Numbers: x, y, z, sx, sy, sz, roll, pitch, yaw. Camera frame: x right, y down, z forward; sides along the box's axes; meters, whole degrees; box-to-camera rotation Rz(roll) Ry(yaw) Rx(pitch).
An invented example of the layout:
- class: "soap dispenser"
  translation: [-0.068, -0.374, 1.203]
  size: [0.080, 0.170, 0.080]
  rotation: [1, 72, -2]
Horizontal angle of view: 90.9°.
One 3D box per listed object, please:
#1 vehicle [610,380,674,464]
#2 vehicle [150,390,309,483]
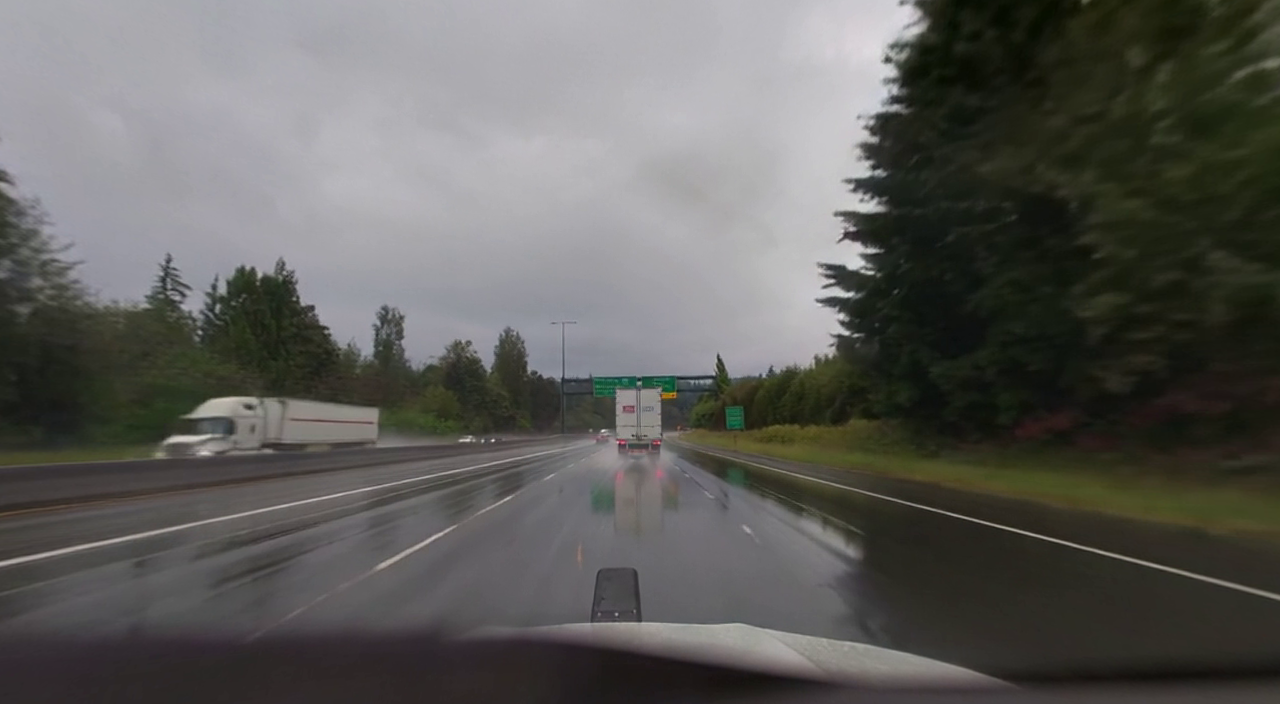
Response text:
- class: "vehicle"
  translation: [0.020, 3.730, 32.790]
  size: [2.855, 3.741, 8.587]
  rotation: [0, -8, -1]
- class: "vehicle"
  translation: [-17.767, 3.732, 27.874]
  size: [2.908, 3.635, 5.923]
  rotation: [0, -8, 0]
